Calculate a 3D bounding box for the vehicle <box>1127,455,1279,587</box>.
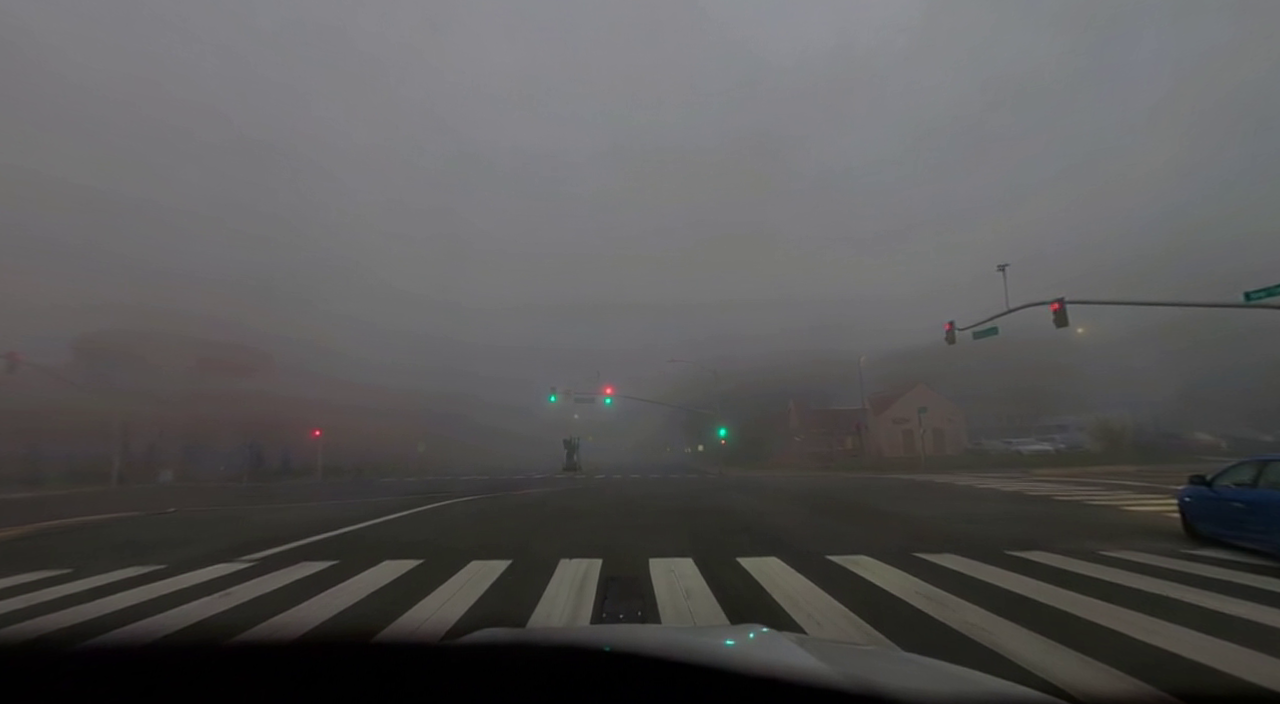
[{"bbox_3d":[8.211,1.972,7.536,1.935,1.421,4.716,-2,-9,13],"label":"vehicle"}]
